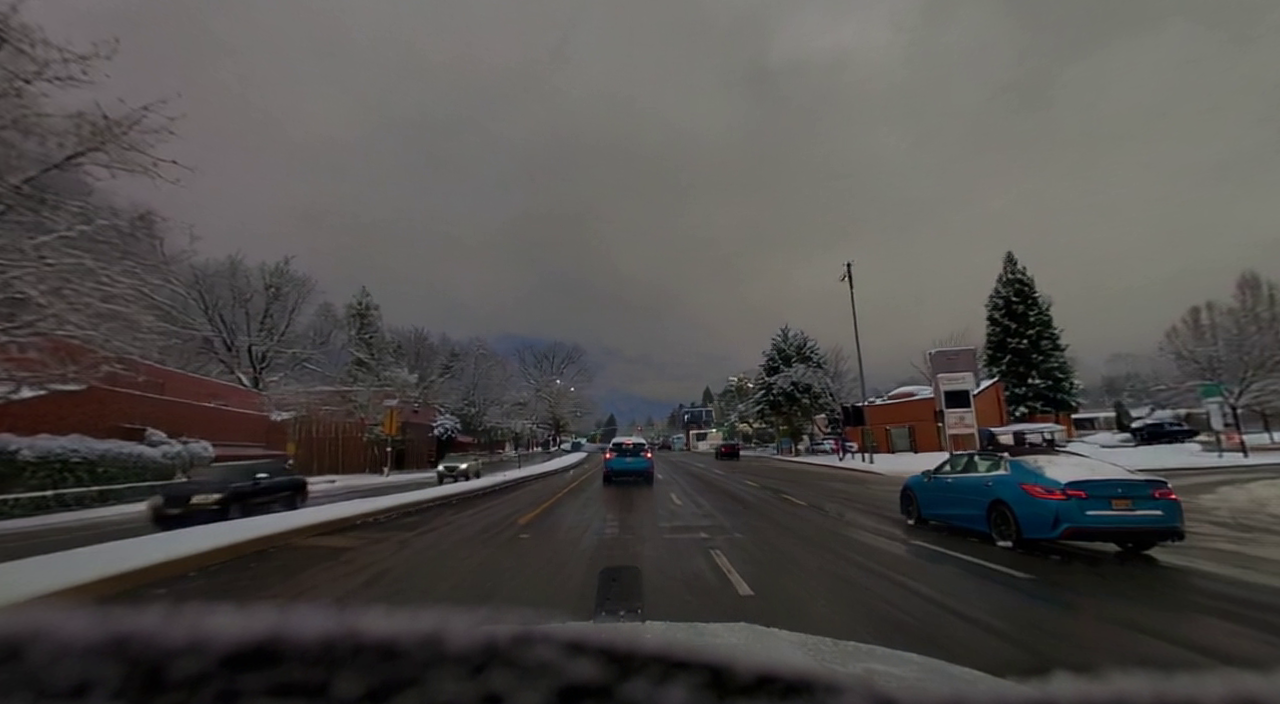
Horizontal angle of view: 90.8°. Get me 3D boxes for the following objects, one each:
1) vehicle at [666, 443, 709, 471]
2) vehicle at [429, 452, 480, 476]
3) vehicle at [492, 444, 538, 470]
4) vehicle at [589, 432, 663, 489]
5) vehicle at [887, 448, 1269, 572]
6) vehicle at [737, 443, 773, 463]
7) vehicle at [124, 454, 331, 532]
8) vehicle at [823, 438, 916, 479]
[{"bbox_3d":[2.611,5.933,36.001,2.078,1.471,4.142,0,-9,-1],"label":"vehicle"},{"bbox_3d":[-12.610,7.622,43.204,1.978,1.499,4.779,0,-9,1],"label":"vehicle"},{"bbox_3d":[-9.374,7.900,47.727,2.356,1.885,4.920,-1,-9,1],"label":"vehicle"},{"bbox_3d":[-0.478,3.681,21.702,2.266,1.762,4.131,0,-9,-1],"label":"vehicle"},{"bbox_3d":[5.574,2.033,8.990,2.258,1.294,4.312,0,-9,-2],"label":"vehicle"},{"bbox_3d":[9.022,7.964,49.802,1.919,1.506,4.442,0,-9,-1],"label":"vehicle"},{"bbox_3d":[-9.638,3.278,15.330,1.989,1.542,4.435,0,-9,1],"label":"vehicle"},{"bbox_3d":[9.036,4.225,25.325,2.045,1.484,4.342,0,-9,-1],"label":"vehicle"}]
